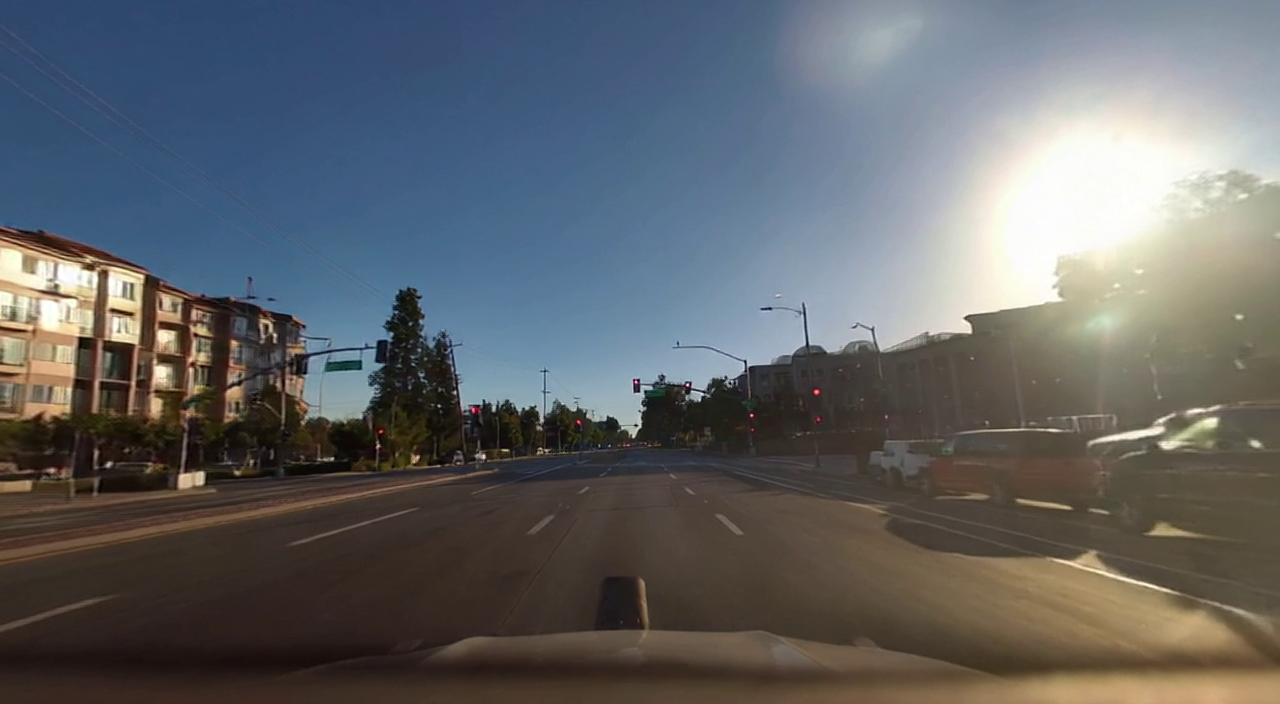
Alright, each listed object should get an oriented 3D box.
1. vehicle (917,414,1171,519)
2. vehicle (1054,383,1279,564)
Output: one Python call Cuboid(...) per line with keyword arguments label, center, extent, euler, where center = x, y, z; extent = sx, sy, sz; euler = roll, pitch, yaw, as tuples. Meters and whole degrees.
Cuboid(label="vehicle", center=(7.908, 2.293, 13.132), extent=(2.063, 1.749, 4.776), euler=(0, -9, 0))
Cuboid(label="vehicle", center=(7.790, 1.404, 7.504), extent=(2.130, 1.877, 5.334), euler=(0, -9, 0))
